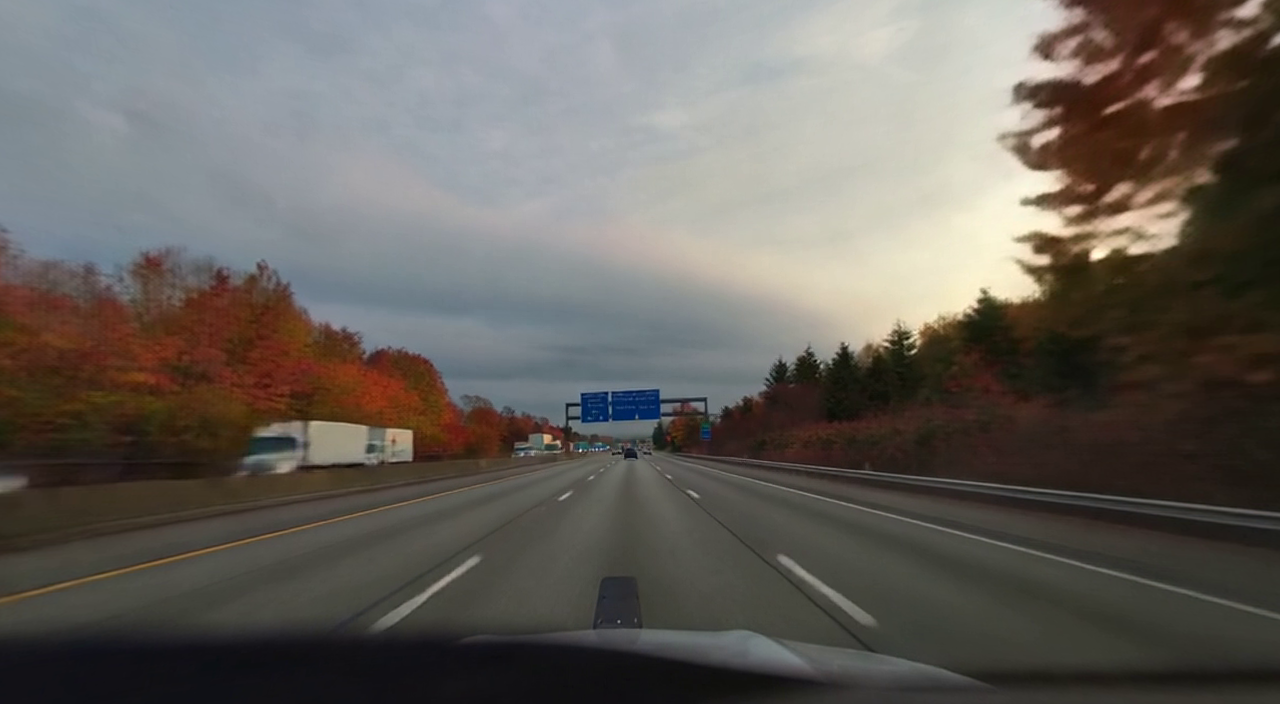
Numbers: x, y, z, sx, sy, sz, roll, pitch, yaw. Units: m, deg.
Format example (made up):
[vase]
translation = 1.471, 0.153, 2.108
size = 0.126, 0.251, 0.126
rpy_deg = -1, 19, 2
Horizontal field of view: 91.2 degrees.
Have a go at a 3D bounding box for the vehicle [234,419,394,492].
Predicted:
[vehicle]
translation = -18.431, 6.021, 36.935
size = 2.990, 3.526, 11.989
rpy_deg = 0, -9, 0
